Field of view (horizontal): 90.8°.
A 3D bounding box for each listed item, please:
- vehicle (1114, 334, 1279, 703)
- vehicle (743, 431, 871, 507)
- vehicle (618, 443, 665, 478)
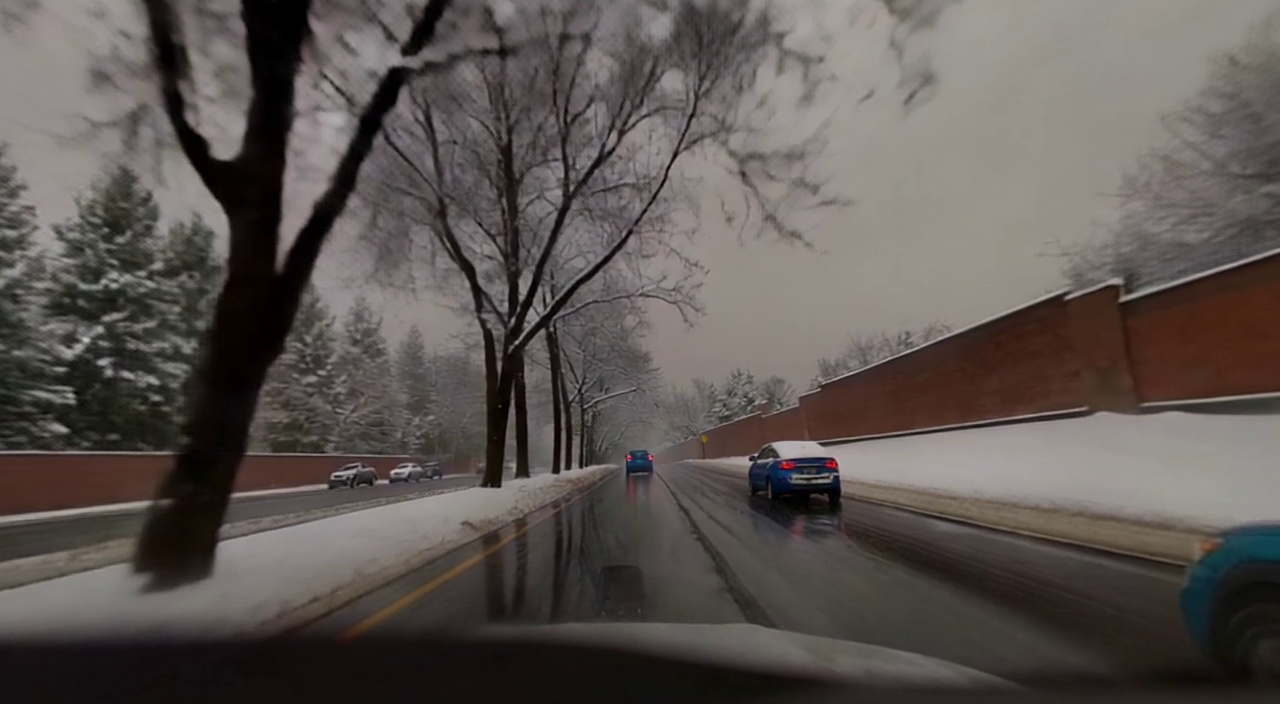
[{"bbox_3d":[4.030,0.553,1.091,2.470,1.751,5.015,-1,-8,0],"label":"vehicle"},{"bbox_3d":[4.297,3.083,17.157,2.155,1.752,4.456,-1,-8,-1],"label":"vehicle"},{"bbox_3d":[0.041,5.849,34.238,2.391,1.739,3.837,-1,-8,0],"label":"vehicle"}]
